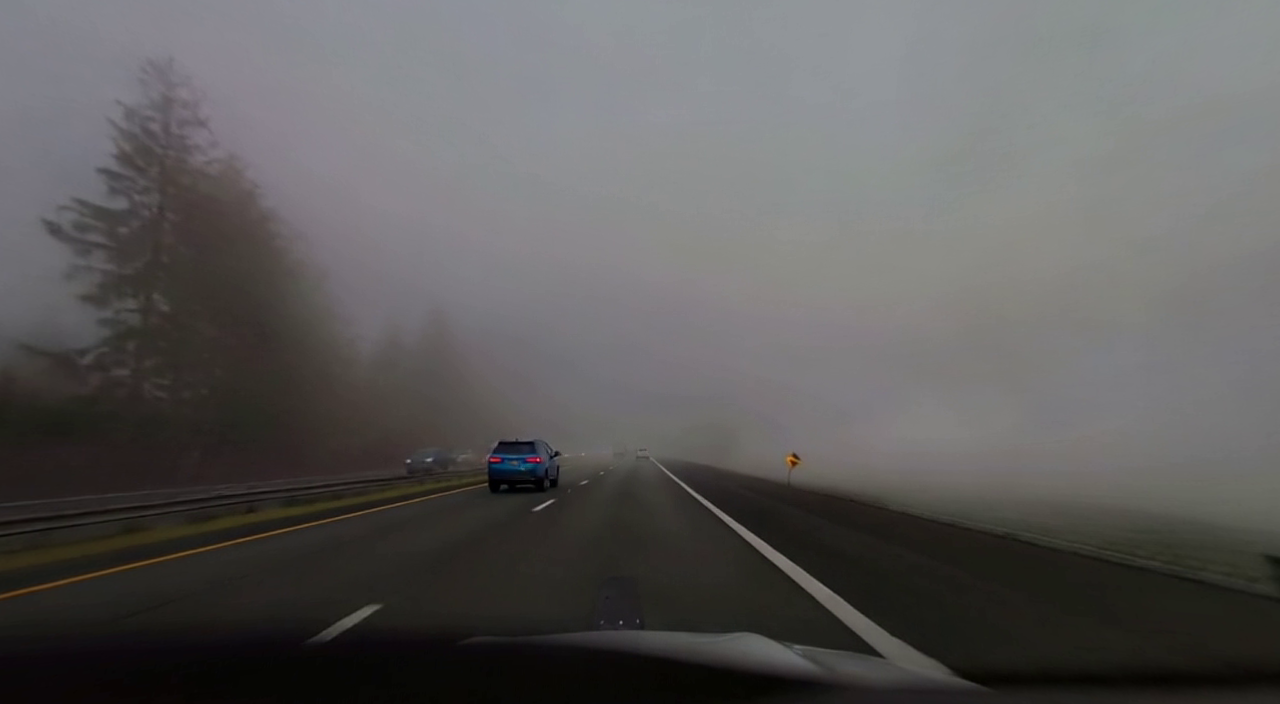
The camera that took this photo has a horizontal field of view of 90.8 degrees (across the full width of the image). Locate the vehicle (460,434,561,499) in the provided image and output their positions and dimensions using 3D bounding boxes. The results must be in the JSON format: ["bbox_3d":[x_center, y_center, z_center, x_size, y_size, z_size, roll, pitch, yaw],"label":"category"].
[{"bbox_3d":[-3.800,3.454,19.468,2.110,1.727,4.607,0,-9,1],"label":"vehicle"}]

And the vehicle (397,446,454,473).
[{"bbox_3d":[-12.714,6.362,37.644,1.882,1.482,4.100,0,-9,1],"label":"vehicle"}]
